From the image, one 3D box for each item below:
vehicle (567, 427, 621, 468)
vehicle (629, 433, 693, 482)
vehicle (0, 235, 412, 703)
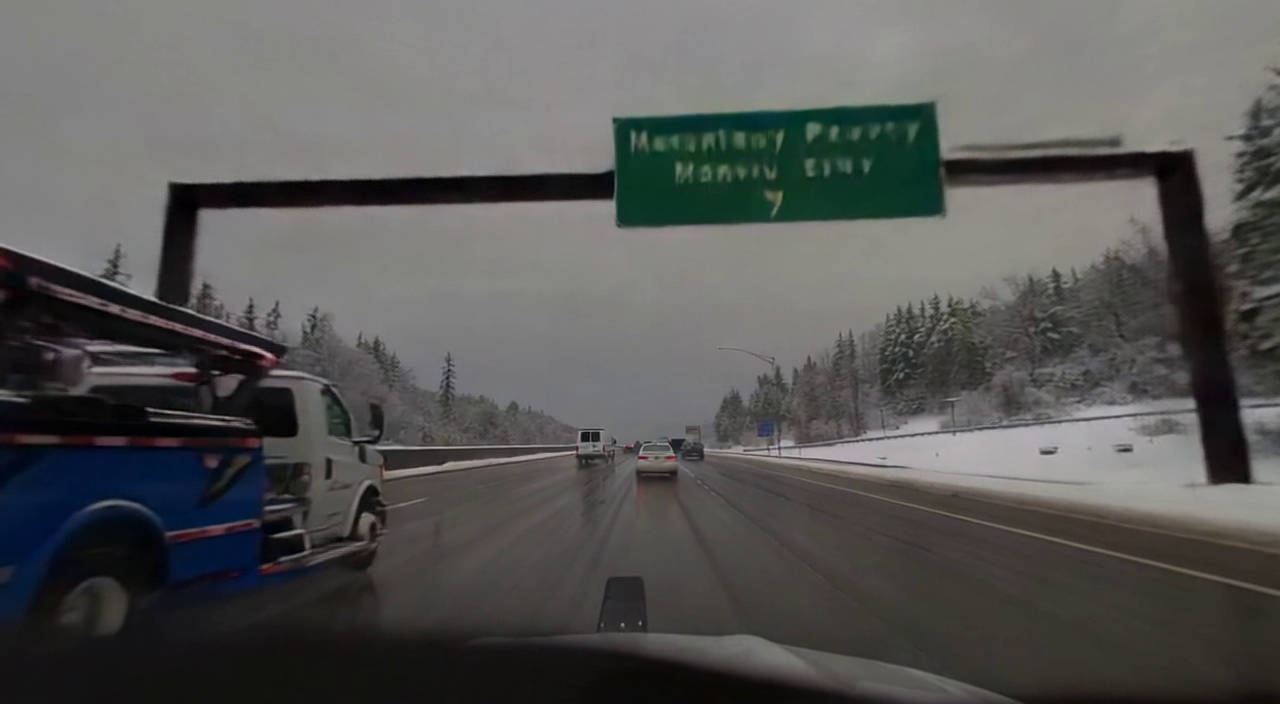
[{"bbox_3d":[-2.532,5.440,35.900,2.526,2.146,5.594,0,-8,1],"label":"vehicle"},{"bbox_3d":[0.731,3.922,23.614,2.165,1.653,4.456,0,-8,0],"label":"vehicle"},{"bbox_3d":[-3.738,0.806,4.175,2.292,2.070,5.532,0,-8,1],"label":"vehicle"}]
